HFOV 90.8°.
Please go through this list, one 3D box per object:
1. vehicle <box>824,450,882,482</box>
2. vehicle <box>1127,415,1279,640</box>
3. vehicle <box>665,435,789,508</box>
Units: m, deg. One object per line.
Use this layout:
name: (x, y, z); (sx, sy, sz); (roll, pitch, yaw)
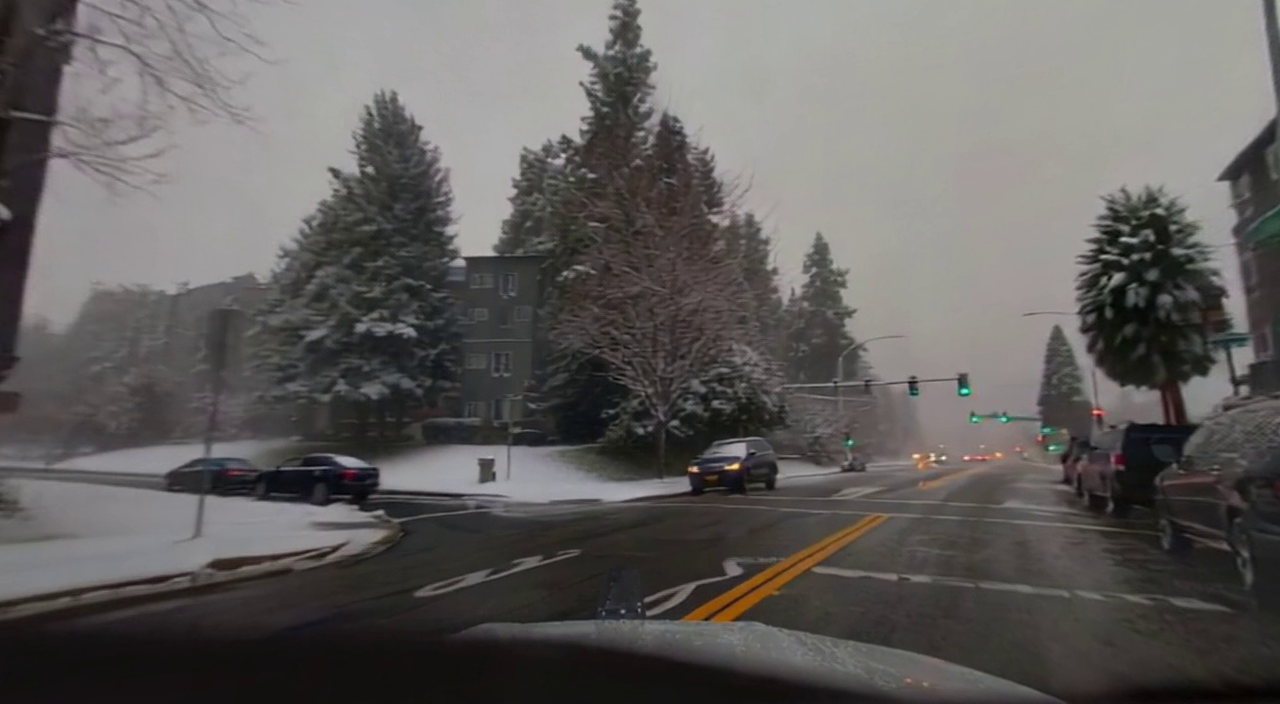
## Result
vehicle: (11.214, 5.913, 33.050); (1.934, 1.484, 4.630); (-5, -10, 29)
vehicle: (6.785, 1.560, 6.413); (2.153, 1.685, 4.586); (-5, -10, 29)
vehicle: (2.681, 3.377, 18.448); (1.993, 1.817, 4.619); (-5, -10, 29)
